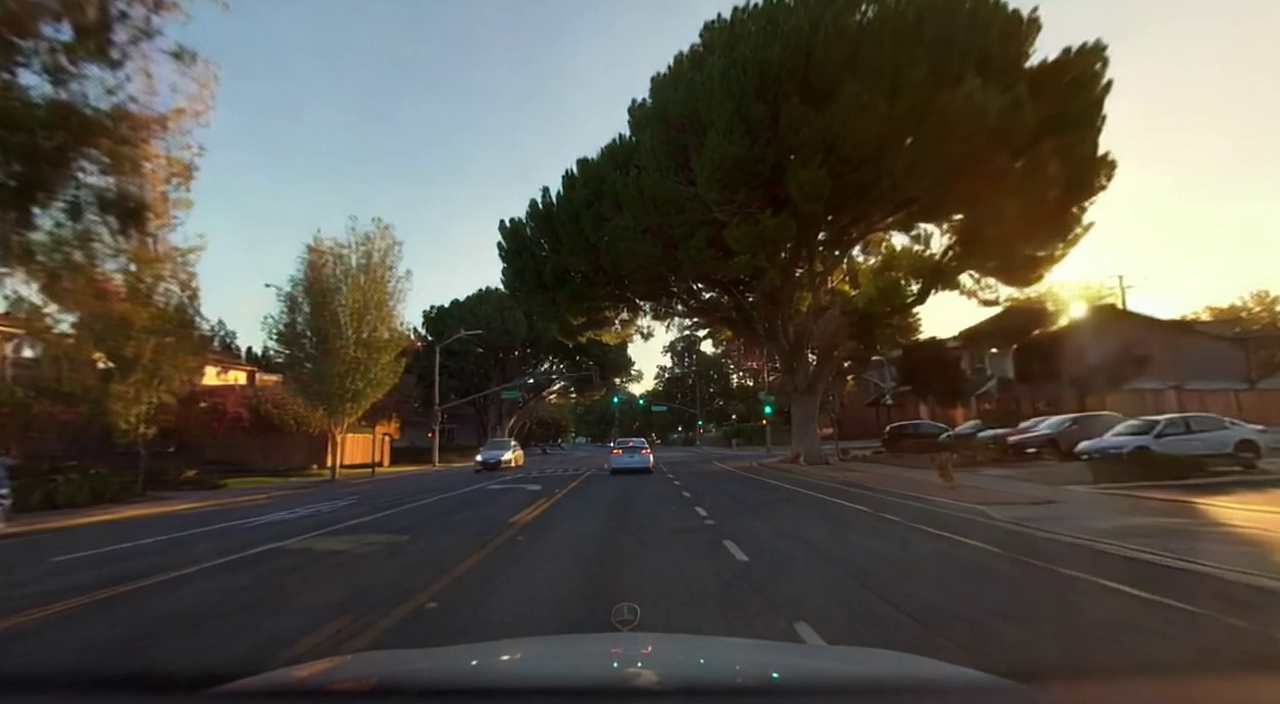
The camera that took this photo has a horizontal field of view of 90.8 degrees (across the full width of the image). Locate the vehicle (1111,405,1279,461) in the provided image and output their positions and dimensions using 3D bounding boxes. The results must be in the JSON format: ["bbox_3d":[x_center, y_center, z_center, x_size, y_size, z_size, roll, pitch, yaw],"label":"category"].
[{"bbox_3d":[16.638,2.345,18.097,4.658,1.495,1.978,0,-9,1],"label":"vehicle"}]

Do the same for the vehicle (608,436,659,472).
[{"bbox_3d":[-0.260,4.572,28.362,2.104,1.462,3.991,0,-9,0],"label":"vehicle"}]

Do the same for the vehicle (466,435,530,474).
[{"bbox_3d":[-6.931,5.079,31.349,2.117,1.756,4.375,0,-9,0],"label":"vehicle"}]
